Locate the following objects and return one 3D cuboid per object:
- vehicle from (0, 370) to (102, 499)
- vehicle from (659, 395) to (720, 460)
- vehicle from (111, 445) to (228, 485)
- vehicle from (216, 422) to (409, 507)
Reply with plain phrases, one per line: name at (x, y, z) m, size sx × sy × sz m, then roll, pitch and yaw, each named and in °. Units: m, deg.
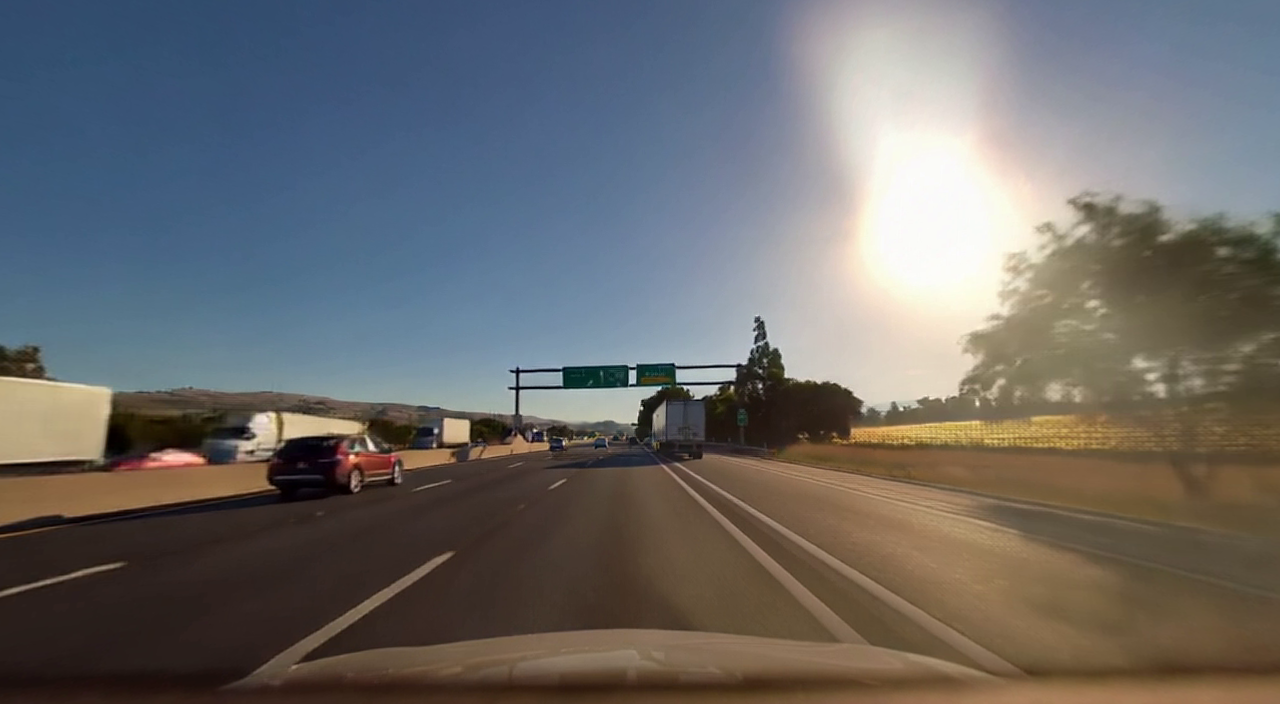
vehicle at (-22.814, 2.172, 16.640) m, size 2.966 × 4.248 × 16.476 m, roll 0°, pitch -8°, yaw -1°
vehicle at (2.980, 5.102, 42.086) m, size 2.760 × 3.710 × 12.230 m, roll 0°, pitch -7°, yaw -2°
vehicle at (-19.041, 4.565, 25.734) m, size 1.711 × 1.434 × 3.997 m, roll 0°, pitch -8°, yaw -1°
vehicle at (-7.295, 2.521, 14.737) m, size 2.076 × 1.636 × 4.597 m, roll 0°, pitch -8°, yaw 0°
